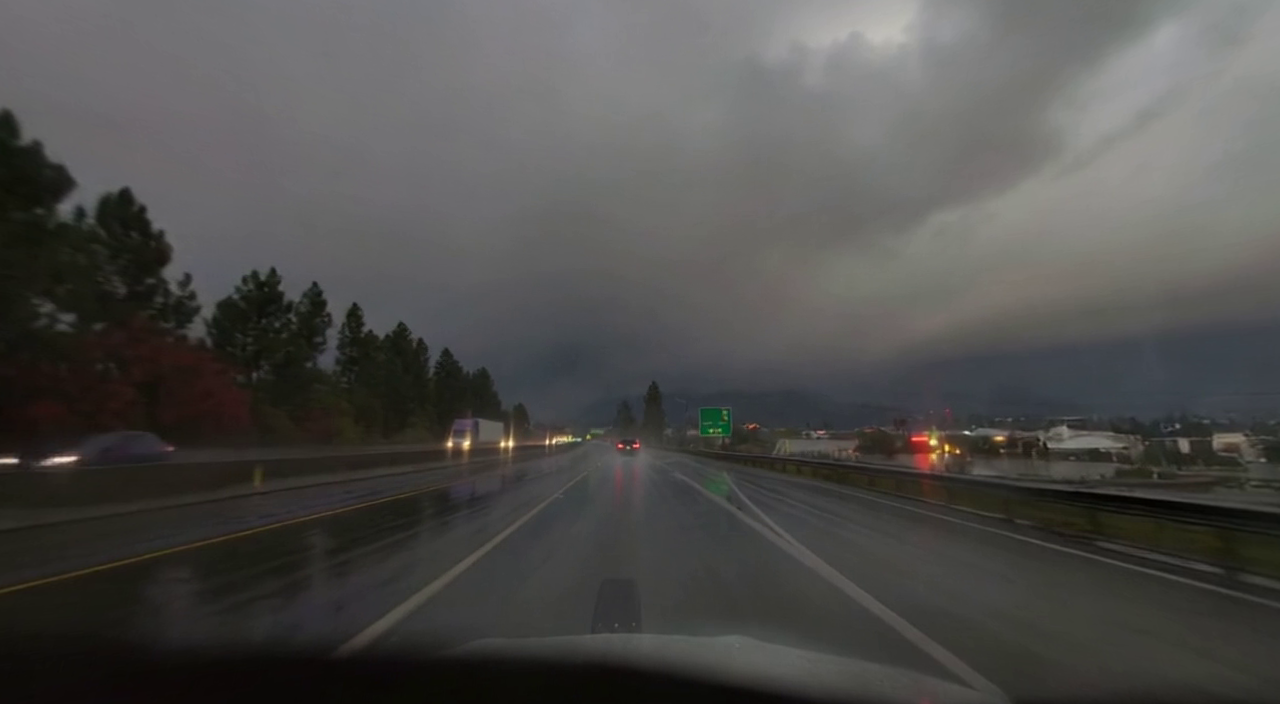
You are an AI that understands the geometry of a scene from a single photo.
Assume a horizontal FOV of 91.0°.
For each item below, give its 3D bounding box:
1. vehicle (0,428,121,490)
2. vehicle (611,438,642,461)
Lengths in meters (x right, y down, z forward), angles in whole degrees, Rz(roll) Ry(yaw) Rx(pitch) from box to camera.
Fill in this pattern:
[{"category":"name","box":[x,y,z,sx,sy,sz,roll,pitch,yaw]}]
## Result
[{"category":"vehicle","box":[-16.268,2.777,16.488,1.913,1.476,4.020,0,-8,-1]},{"category":"vehicle","box":[-0.991,6.846,44.261,2.099,1.504,3.843,0,-8,-2]}]
